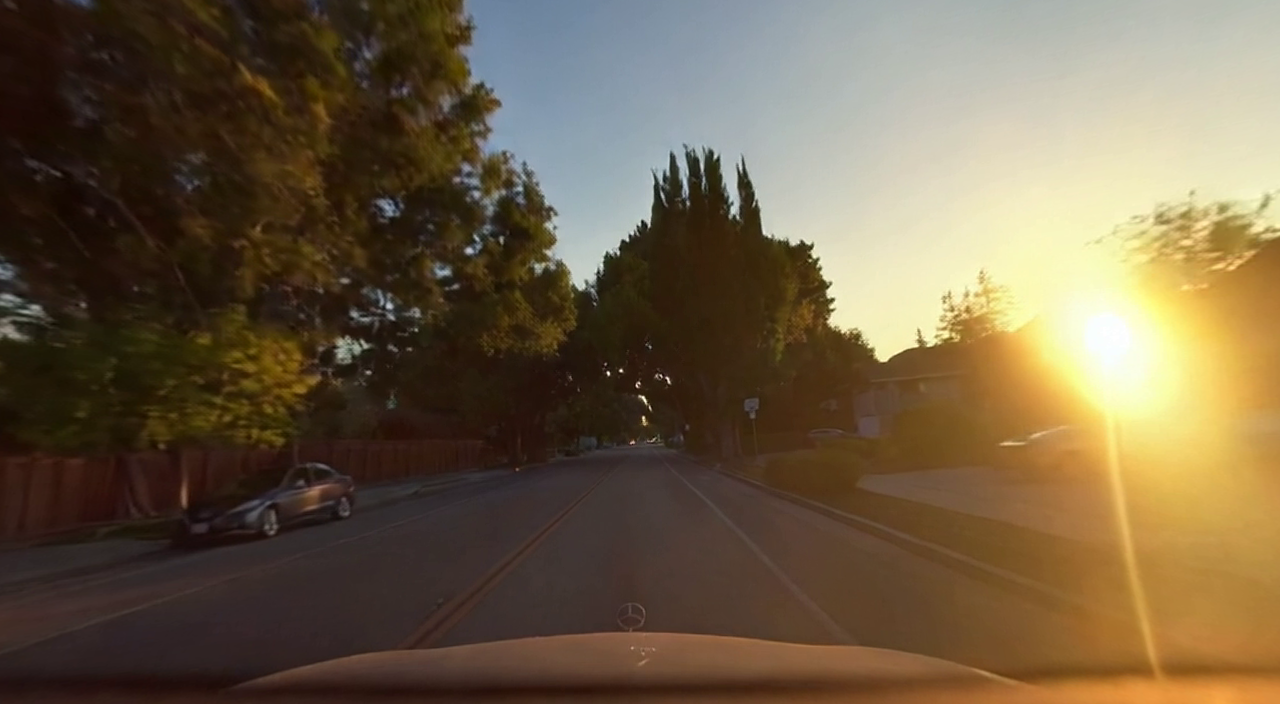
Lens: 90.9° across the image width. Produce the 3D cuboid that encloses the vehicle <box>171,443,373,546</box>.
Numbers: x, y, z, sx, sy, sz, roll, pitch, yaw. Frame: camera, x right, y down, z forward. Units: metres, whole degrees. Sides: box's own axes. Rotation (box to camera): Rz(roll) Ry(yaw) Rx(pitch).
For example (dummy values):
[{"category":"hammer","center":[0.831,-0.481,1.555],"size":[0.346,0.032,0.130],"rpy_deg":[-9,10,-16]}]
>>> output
[{"category":"vehicle","center":[-7.721,2.958,13.797],"size":[1.945,1.760,4.021],"rpy_deg":[-3,-8,2]}]
